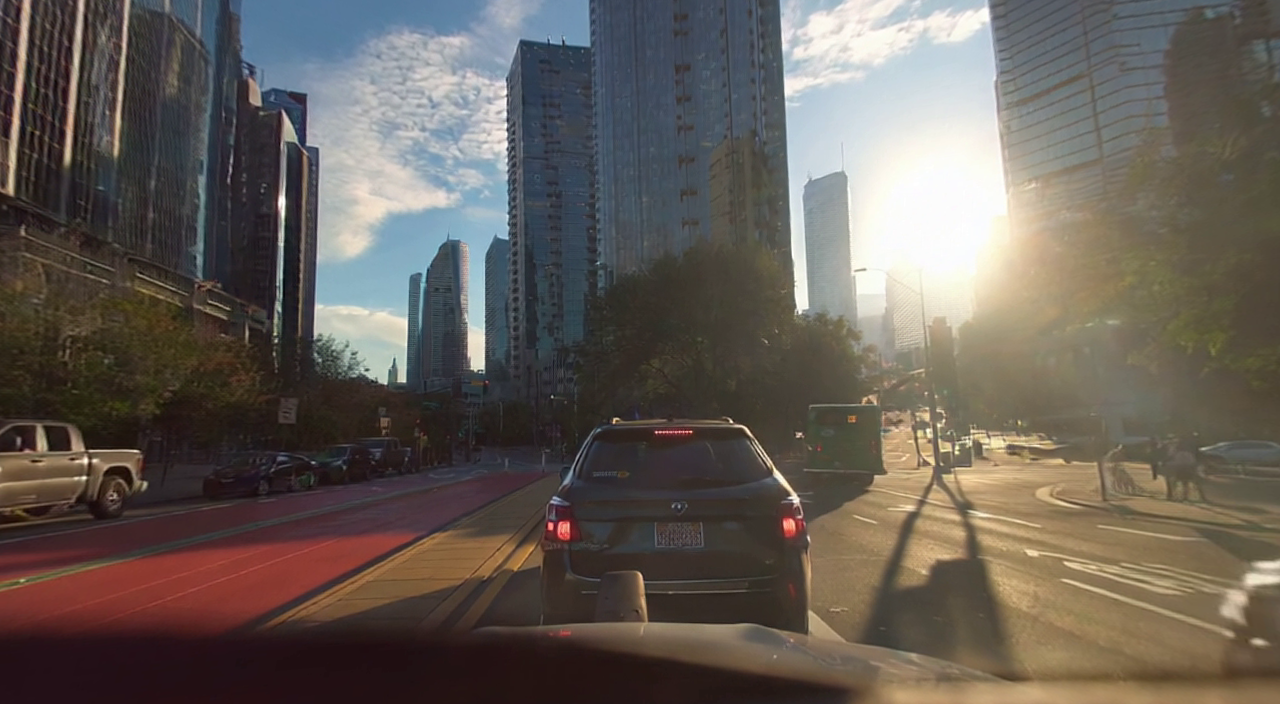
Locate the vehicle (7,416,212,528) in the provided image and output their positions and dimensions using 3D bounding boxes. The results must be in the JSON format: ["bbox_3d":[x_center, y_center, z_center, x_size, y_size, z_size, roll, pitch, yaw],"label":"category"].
[{"bbox_3d":[-10.871,2.444,13.292,1.482,2.019,3.297,0,-9,-4],"label":"vehicle"}]

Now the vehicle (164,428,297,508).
[{"bbox_3d":[-11.223,3.163,17.621,1.559,1.973,3.419,1,-9,-5],"label":"vehicle"}]

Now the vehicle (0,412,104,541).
[{"bbox_3d":[-10.499,1.918,9.756,1.543,1.946,3.454,1,-9,-6],"label":"vehicle"}]

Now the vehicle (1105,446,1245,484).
[{"bbox_3d":[30.848,6.507,36.761,5.890,1.996,2.155,-6,-10,34],"label":"vehicle"}]

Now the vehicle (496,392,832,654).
[{"bbox_3d":[0.203,1.427,6.292,2.192,1.695,4.142,0,-8,1],"label":"vehicle"}]

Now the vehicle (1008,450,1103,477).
[{"bbox_3d":[27.980,7.494,42.663,5.153,1.626,1.895,-6,-10,33],"label":"vehicle"}]

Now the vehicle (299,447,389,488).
[{"bbox_3d":[-11.584,4.505,25.067,1.791,1.463,4.210,0,-9,-4],"label":"vehicle"}]

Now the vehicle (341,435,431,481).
[{"bbox_3d":[-12.081,5.072,30.579,2.338,1.963,5.740,0,-9,-4],"label":"vehicle"}]

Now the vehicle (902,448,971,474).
[{"bbox_3d":[21.880,7.995,46.597,4.211,1.820,2.094,-6,-10,35],"label":"vehicle"}]

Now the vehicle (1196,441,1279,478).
[{"bbox_3d":[36.604,6.281,37.128,5.476,2.081,2.053,-6,-10,33],"label":"vehicle"}]

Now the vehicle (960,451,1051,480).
[{"bbox_3d":[23.866,7.373,41.301,4.956,1.706,1.822,-6,-10,33],"label":"vehicle"}]
